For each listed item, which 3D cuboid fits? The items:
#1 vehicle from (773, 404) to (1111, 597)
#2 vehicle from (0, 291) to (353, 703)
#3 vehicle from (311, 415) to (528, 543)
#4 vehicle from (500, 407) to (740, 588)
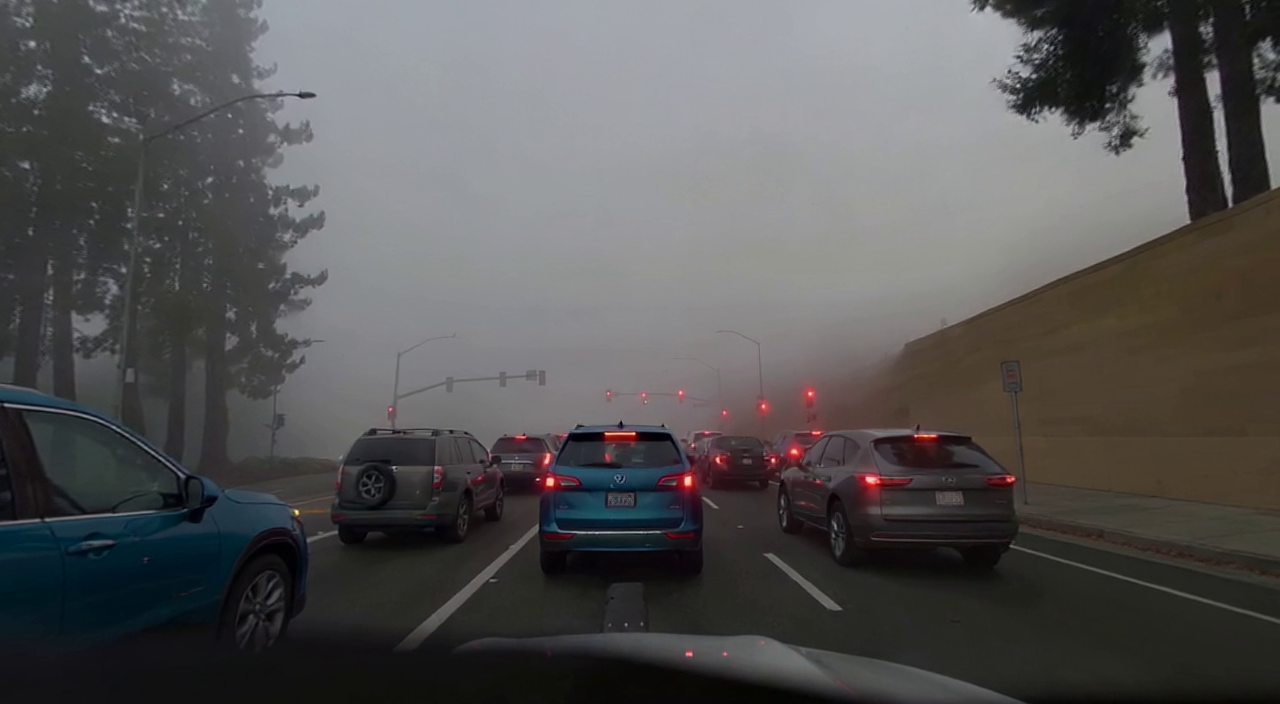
[{"bbox_3d":[3.139,1.633,7.799,2.029,1.702,4.281,0,-8,0],"label":"vehicle"},{"bbox_3d":[-3.520,0.828,3.110,2.070,1.913,4.450,0,-8,0],"label":"vehicle"},{"bbox_3d":[-3.492,2.114,11.155,2.067,1.759,4.631,0,-8,1],"label":"vehicle"},{"bbox_3d":[-0.156,1.656,7.945,2.245,1.677,3.913,0,-8,1],"label":"vehicle"}]
